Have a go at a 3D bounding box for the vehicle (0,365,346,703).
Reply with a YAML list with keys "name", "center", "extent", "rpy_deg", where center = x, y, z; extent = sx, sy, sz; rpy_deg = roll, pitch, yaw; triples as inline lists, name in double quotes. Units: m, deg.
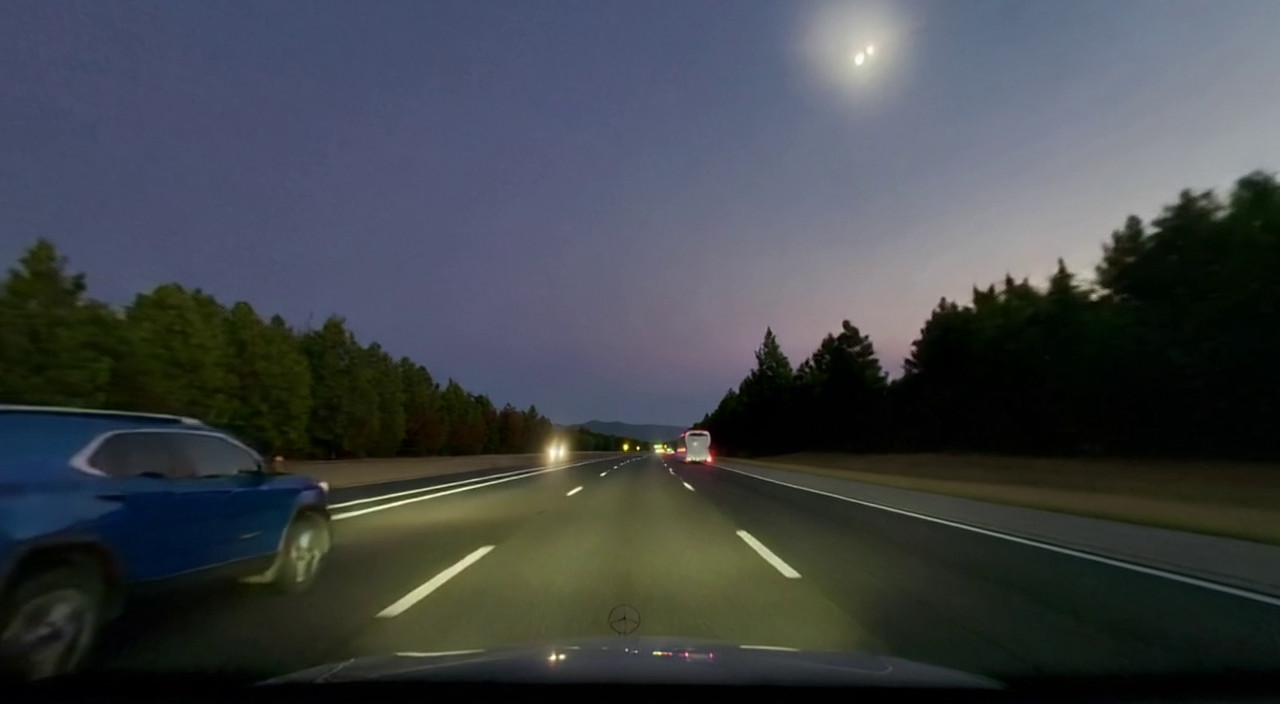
- name: "vehicle"
  center: [-4.064, 1.049, 4.054]
  extent: [2.020, 1.619, 4.690]
  rpy_deg: [0, -9, 1]
